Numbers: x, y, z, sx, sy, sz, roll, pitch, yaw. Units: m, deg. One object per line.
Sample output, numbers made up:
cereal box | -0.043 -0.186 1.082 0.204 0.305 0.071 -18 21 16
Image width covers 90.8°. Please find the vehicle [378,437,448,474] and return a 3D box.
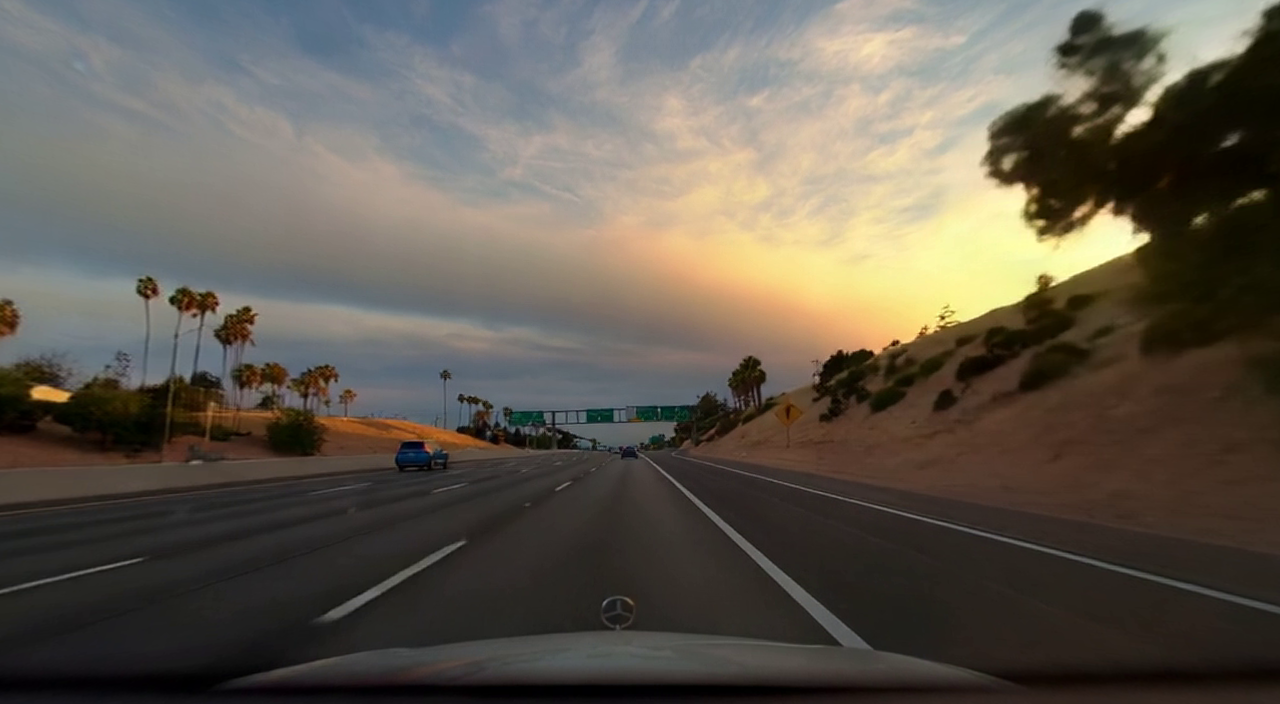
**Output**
vehicle | -11.829 5.423 33.271 2.016 1.754 4.543 0 -9 0
